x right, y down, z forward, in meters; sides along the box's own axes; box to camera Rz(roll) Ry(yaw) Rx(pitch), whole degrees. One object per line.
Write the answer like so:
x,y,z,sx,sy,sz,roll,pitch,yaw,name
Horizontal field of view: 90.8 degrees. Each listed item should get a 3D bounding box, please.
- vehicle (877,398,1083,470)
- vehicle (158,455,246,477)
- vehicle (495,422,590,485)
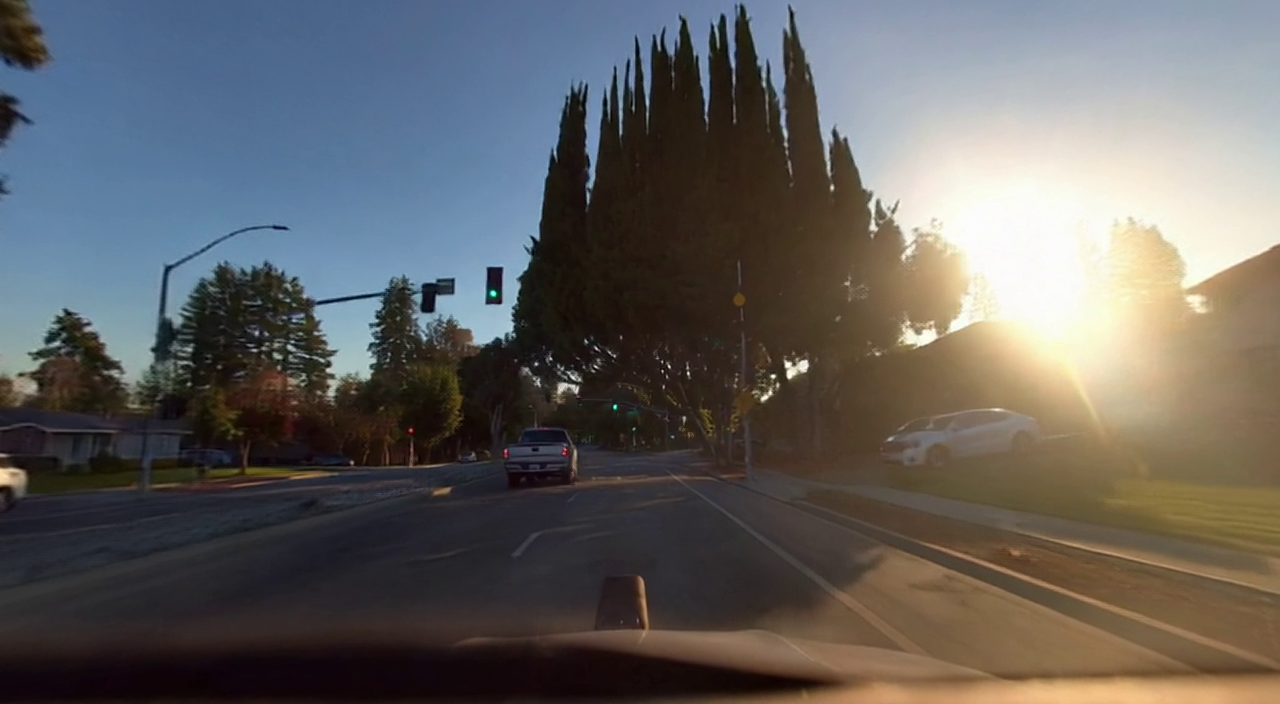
10.037,2.459,18.932,4.882,1.839,2.243,-1,-8,-8,vehicle
-30.249,7.862,43.714,4.506,1.453,2.108,0,-9,0,vehicle
-3.378,3.729,23.342,2.508,2.001,5.880,0,-9,0,vehicle
